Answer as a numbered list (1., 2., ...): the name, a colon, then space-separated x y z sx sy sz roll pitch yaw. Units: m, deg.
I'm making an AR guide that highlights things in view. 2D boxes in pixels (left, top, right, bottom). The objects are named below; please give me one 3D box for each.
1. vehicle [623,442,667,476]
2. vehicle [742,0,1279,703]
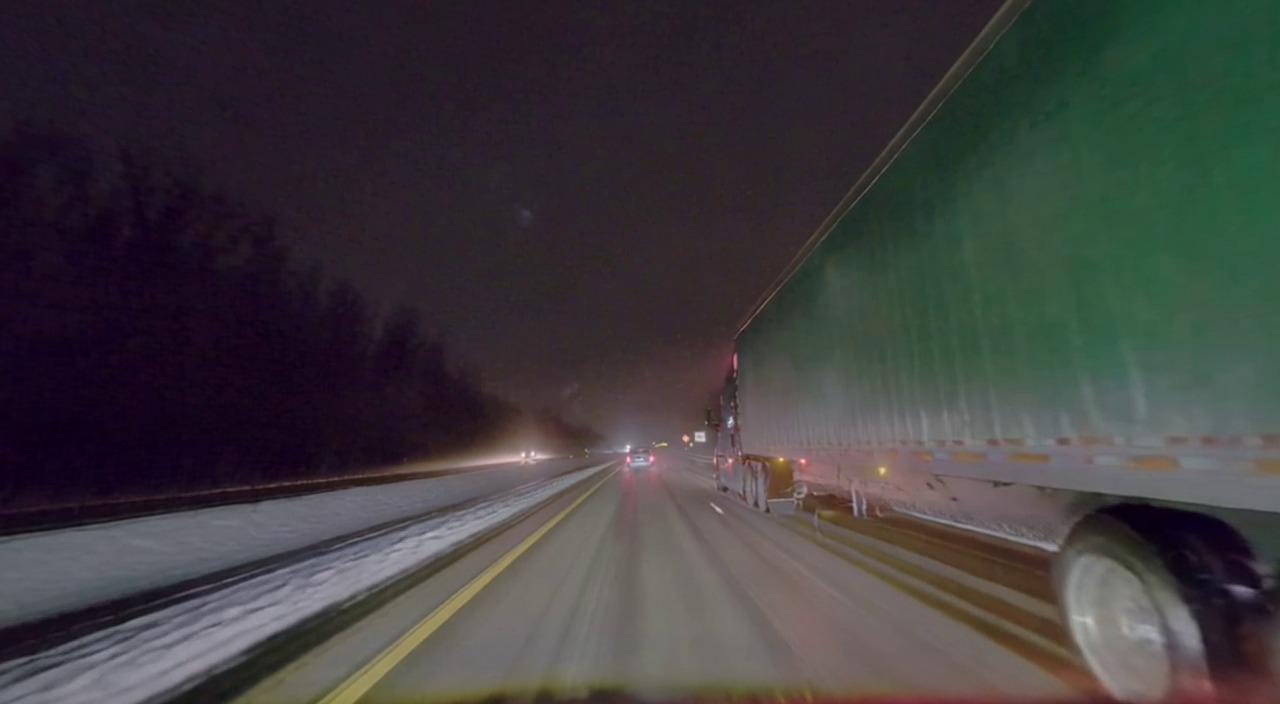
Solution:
1. vehicle: 0.254 5.155 30.726 1.968 1.515 4.025 -1 -8 1
2. vehicle: 3.815 0.303 6.553 2.929 4.158 15.921 0 -8 0
